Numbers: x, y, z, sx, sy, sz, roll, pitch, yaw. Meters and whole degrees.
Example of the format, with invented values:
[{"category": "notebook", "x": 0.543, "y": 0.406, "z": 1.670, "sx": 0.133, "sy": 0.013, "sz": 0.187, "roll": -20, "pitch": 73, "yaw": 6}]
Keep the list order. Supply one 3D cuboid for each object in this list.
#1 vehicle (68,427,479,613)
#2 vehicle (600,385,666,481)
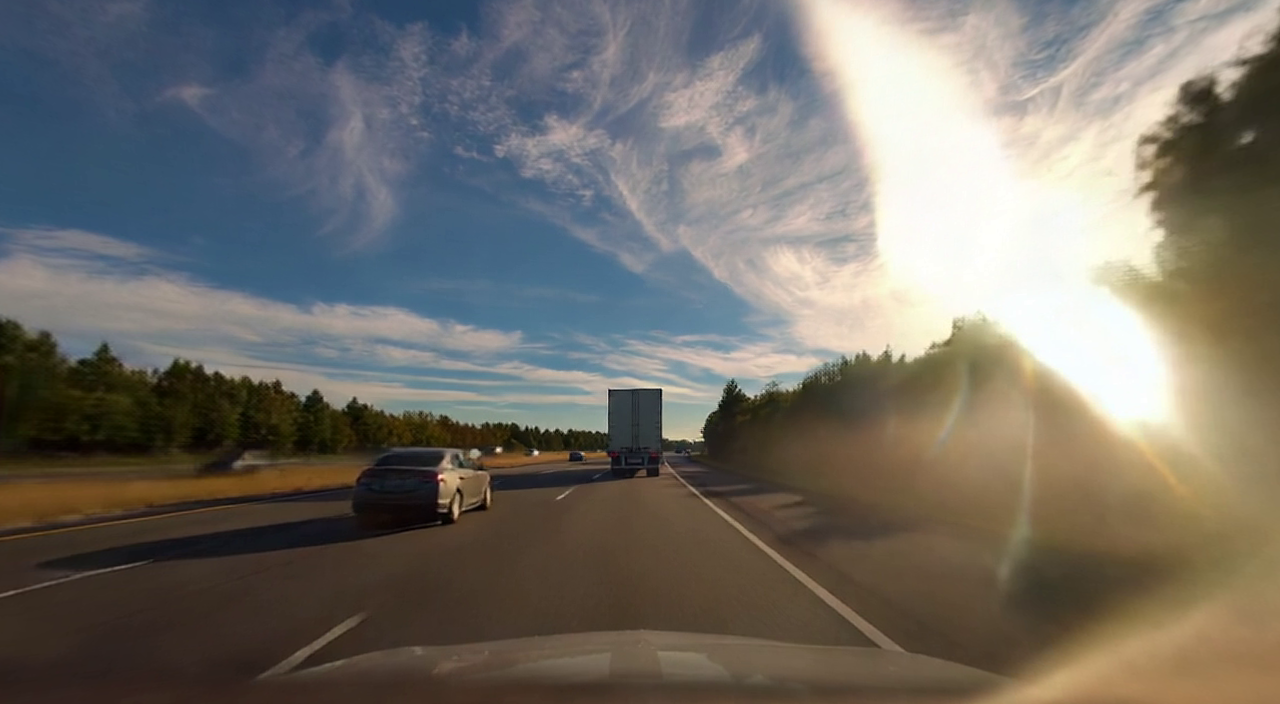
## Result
[{"category": "vehicle", "x": -3.506, "y": 1.688, "z": 7.320, "sx": 2.092, "sy": 1.465, "sz": 4.448, "roll": 0, "pitch": -9, "yaw": 0}, {"category": "vehicle", "x": -0.160, "y": 4.591, "z": 34.667, "sx": 2.851, "sy": 4.098, "sz": 14.436, "roll": -1, "pitch": -9, "yaw": 1}]
